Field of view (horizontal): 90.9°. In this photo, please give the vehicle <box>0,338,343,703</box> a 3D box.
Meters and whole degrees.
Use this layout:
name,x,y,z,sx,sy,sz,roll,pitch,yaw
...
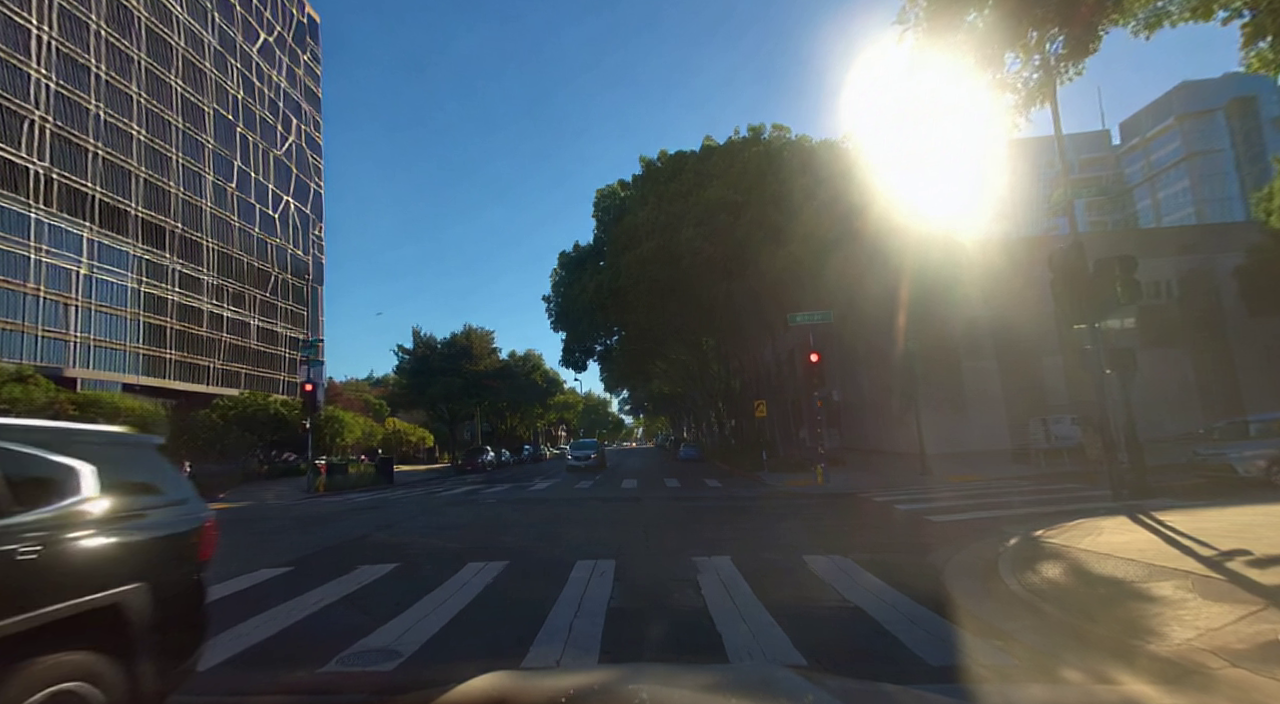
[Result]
name,x,y,z,sx,sy,sz,roll,pitch,yaw
vehicle,-3.224,0.786,1.785,1.958,1.751,4.393,-2,-9,12

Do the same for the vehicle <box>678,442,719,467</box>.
name,x,y,z,sx,sy,sz,roll,pitch,yaw
vehicle,3.539,6.273,38.868,1.853,1.426,4.160,1,-8,-3

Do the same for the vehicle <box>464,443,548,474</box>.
name,x,y,z,sx,sy,sz,roll,pitch,yaw
vehicle,-8.021,6.349,38.014,4.526,1.726,1.963,8,-12,-44

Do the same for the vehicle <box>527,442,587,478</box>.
name,x,y,z,sx,sy,sz,roll,pitch,yaw
vehicle,-3.667,4.842,28.652,1.989,1.481,4.500,0,-8,1
